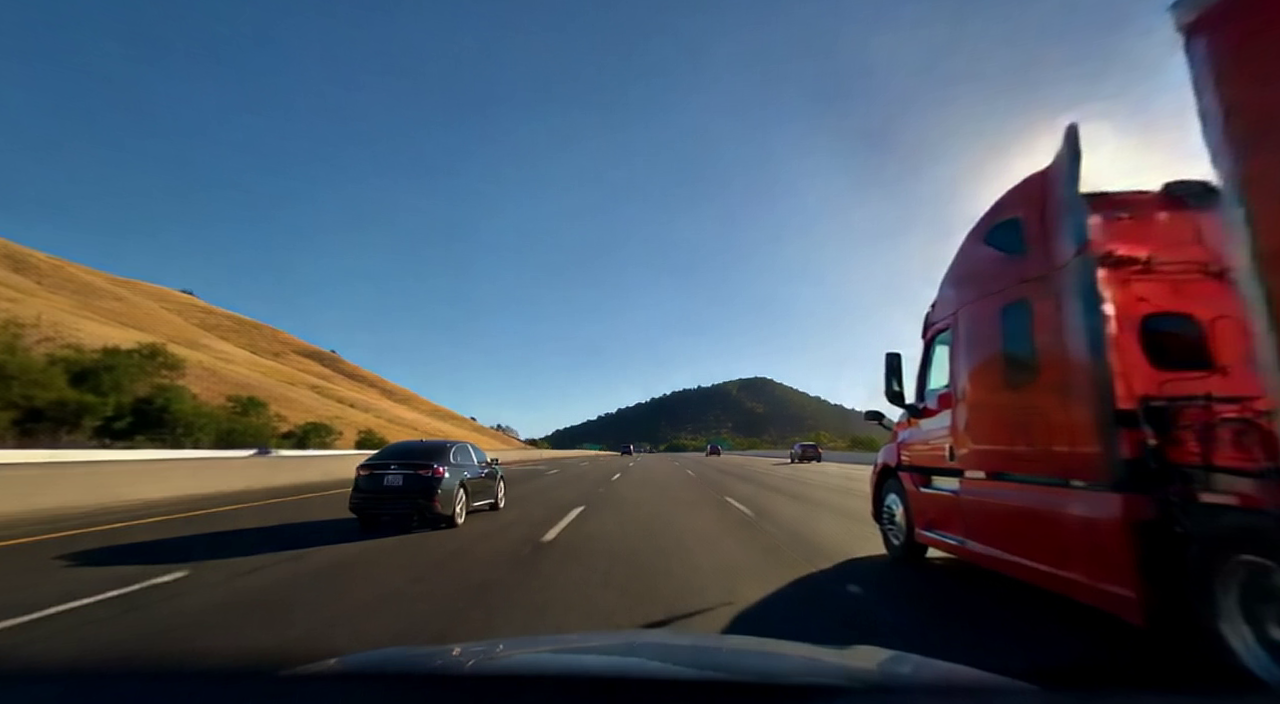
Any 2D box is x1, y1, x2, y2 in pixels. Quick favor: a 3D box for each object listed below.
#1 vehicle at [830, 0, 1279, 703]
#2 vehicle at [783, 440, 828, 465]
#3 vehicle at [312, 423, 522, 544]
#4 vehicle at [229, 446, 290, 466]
[{"bbox_3d":[4.059,0.020,3.938,3.277,3.871,7.882,0,-9,1],"label":"vehicle"},{"bbox_3d":[12.107,7.366,46.225,2.062,1.736,4.589,0,-8,0],"label":"vehicle"},{"bbox_3d":[-3.369,2.060,10.446,1.967,1.615,3.886,0,-8,2],"label":"vehicle"},{"bbox_3d":[-28.783,7.841,47.618,1.750,1.449,4.382,0,-8,1],"label":"vehicle"}]
